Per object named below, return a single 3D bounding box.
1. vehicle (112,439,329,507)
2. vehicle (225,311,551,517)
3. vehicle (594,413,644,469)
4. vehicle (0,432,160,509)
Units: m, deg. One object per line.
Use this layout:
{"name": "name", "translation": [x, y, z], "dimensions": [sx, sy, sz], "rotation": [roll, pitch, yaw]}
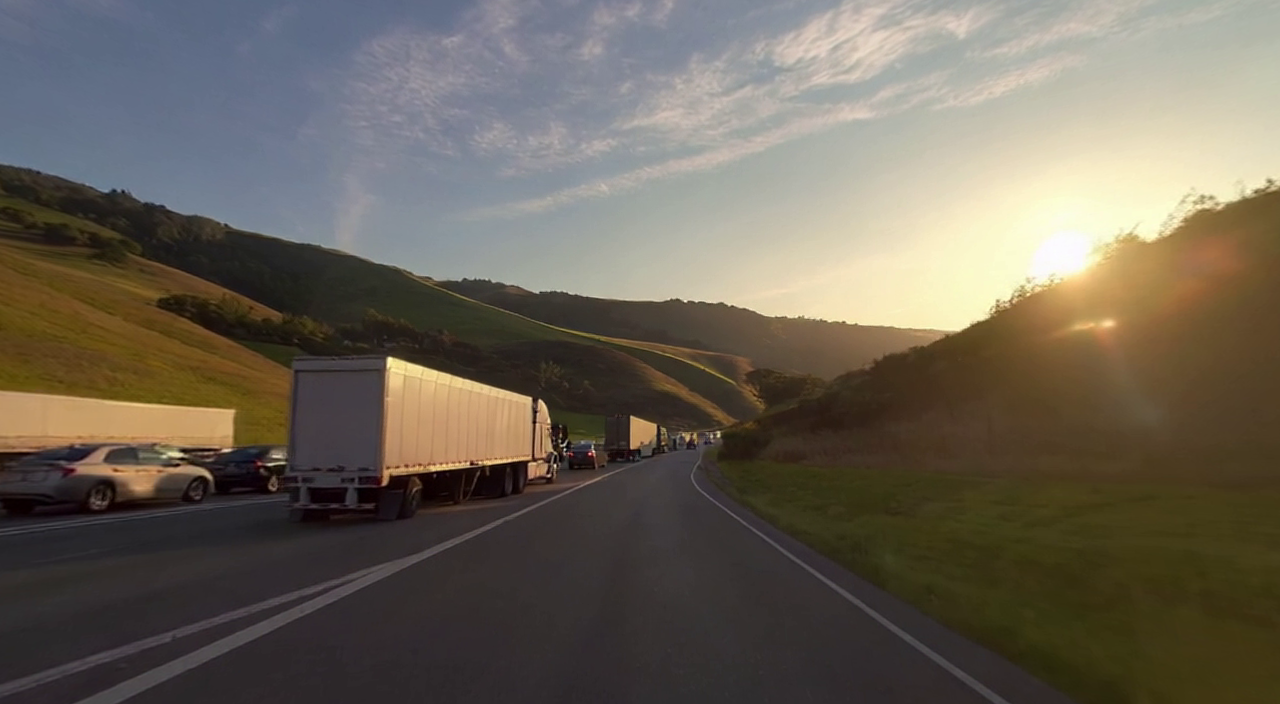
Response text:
{"name": "vehicle", "translation": [-10.617, 3.099, 16.558], "dimensions": [1.925, 1.493, 4.864], "rotation": [-1, -9, 8]}
{"name": "vehicle", "translation": [-5.998, 2.305, 19.655], "dimensions": [2.848, 4.067, 14.314], "rotation": [-1, -9, 6]}
{"name": "vehicle", "translation": [-1.315, 6.365, 44.502], "dimensions": [2.968, 3.439, 10.174], "rotation": [0, -9, 1]}
{"name": "vehicle", "translation": [-14.723, 2.873, 15.588], "dimensions": [1.943, 1.662, 4.283], "rotation": [-1, -9, 7]}
